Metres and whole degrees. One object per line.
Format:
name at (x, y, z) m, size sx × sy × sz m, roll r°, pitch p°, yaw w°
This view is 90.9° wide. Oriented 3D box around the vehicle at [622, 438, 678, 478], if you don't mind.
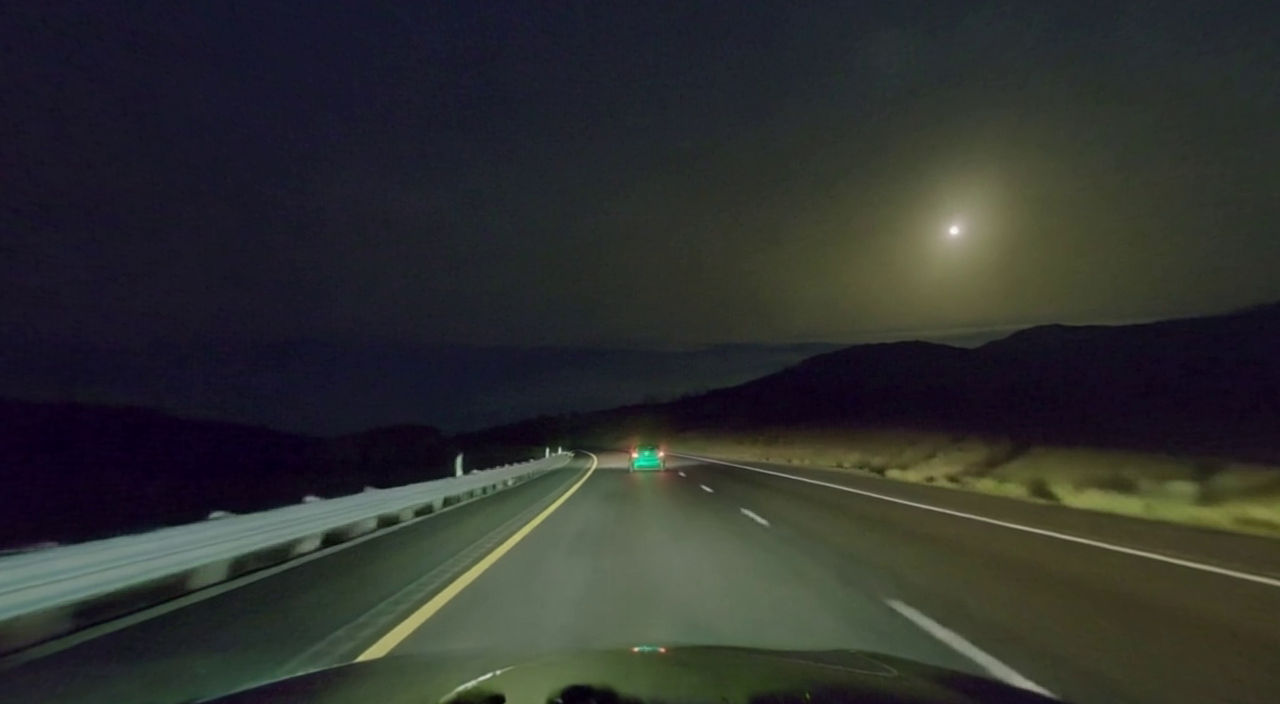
vehicle at (0.327, 4.383, 26.351) m, size 2.029 × 1.474 × 4.183 m, roll 0°, pitch -9°, yaw -4°
